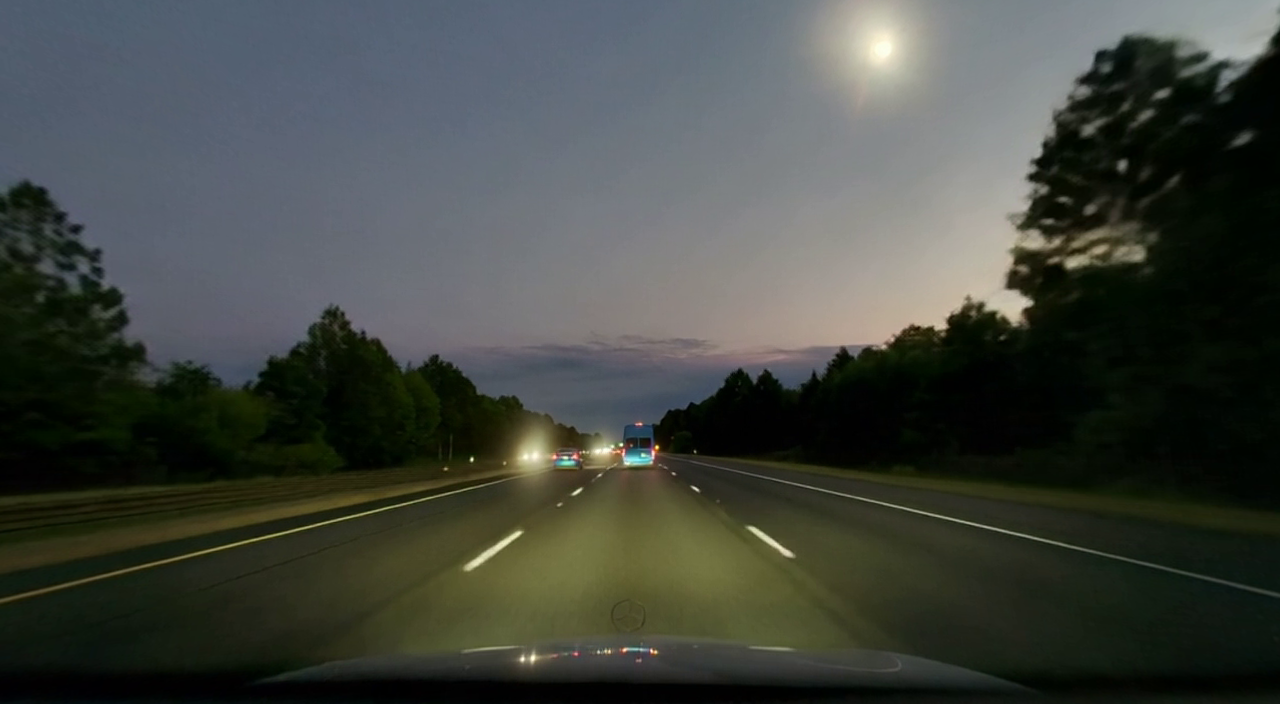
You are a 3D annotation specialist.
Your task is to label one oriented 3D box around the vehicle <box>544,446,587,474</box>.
[{"bbox_3d":[-4.252,6.212,36.486,1.916,1.506,4.476,0,-9,1],"label":"vehicle"}]
